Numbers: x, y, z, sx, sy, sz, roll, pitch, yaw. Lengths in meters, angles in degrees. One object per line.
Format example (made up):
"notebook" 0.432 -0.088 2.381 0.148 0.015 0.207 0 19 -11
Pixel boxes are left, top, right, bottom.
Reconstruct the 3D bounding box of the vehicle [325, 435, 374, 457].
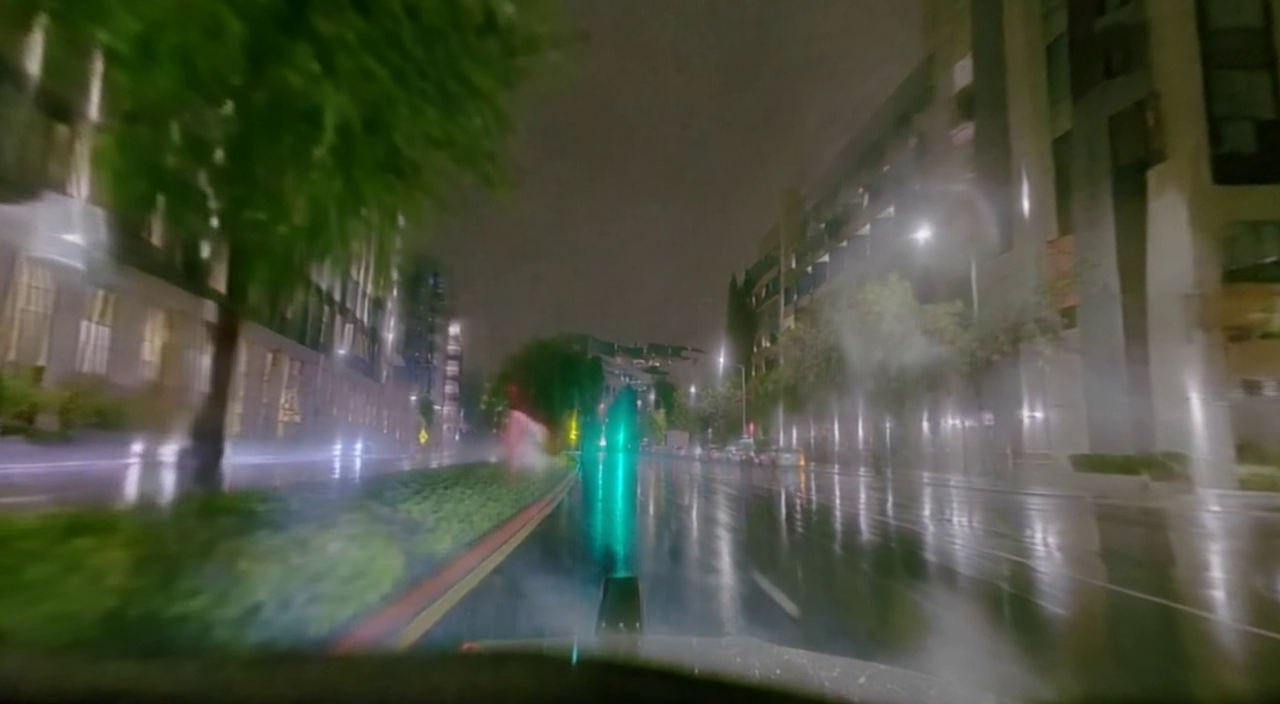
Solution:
"vehicle" -21.288 6.895 46.462 1.938 1.524 4.107 1 -9 -5

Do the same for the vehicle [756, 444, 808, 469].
"vehicle" 8.967 6.639 40.295 1.907 1.524 4.381 1 -9 -6

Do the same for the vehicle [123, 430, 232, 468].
"vehicle" -19.416 4.097 26.779 1.822 1.453 4.053 1 -9 -5
